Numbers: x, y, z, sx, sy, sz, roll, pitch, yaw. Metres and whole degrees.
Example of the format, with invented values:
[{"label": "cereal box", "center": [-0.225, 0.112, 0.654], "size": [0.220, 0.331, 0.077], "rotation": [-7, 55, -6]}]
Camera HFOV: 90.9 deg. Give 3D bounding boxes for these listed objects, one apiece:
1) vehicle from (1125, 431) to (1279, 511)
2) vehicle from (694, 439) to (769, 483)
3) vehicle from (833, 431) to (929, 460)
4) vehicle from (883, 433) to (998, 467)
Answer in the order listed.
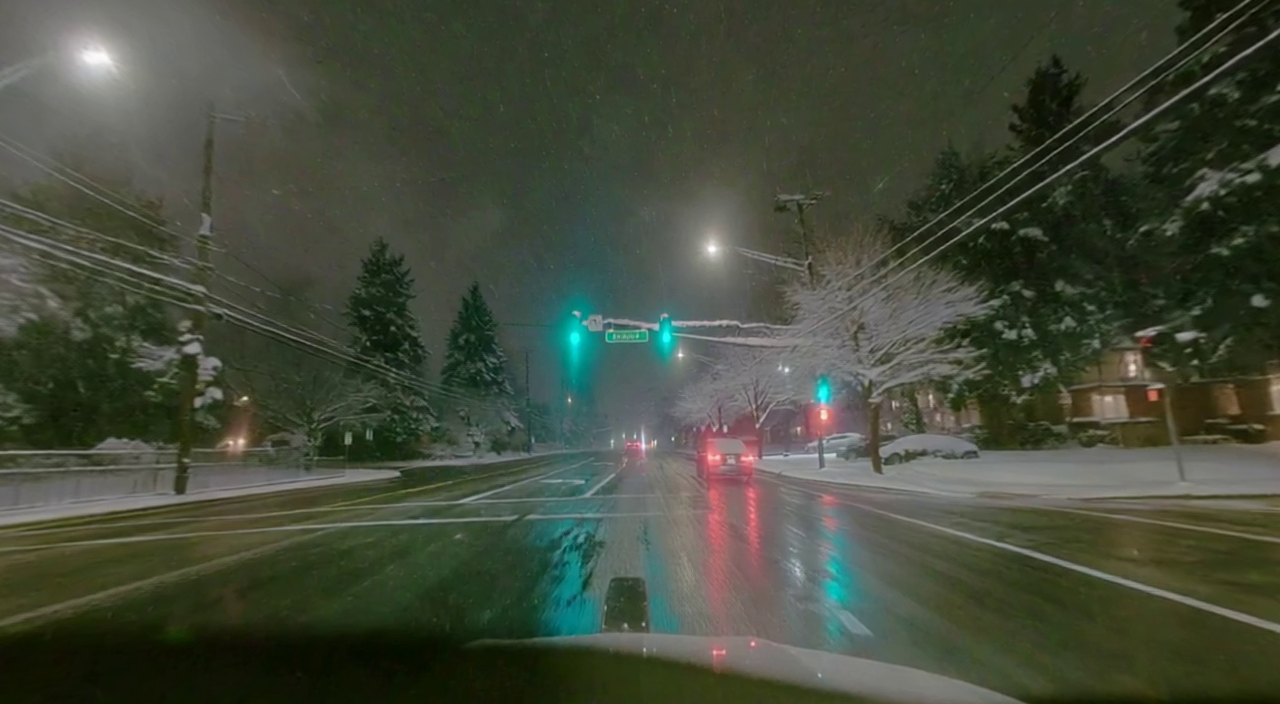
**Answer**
[{"label": "vehicle", "center": [12.983, 2.452, 13.230], "size": [3.807, 1.554, 1.995], "rotation": [-1, -8, 9]}, {"label": "vehicle", "center": [3.306, 4.018, 23.666], "size": [2.134, 1.476, 4.327], "rotation": [0, -8, 0]}, {"label": "vehicle", "center": [13.828, 5.392, 36.331], "size": [4.689, 1.583, 1.947], "rotation": [0, -8, -1]}, {"label": "vehicle", "center": [14.476, 4.753, 30.599], "size": [4.514, 1.546, 2.044], "rotation": [-1, -8, 4]}]
